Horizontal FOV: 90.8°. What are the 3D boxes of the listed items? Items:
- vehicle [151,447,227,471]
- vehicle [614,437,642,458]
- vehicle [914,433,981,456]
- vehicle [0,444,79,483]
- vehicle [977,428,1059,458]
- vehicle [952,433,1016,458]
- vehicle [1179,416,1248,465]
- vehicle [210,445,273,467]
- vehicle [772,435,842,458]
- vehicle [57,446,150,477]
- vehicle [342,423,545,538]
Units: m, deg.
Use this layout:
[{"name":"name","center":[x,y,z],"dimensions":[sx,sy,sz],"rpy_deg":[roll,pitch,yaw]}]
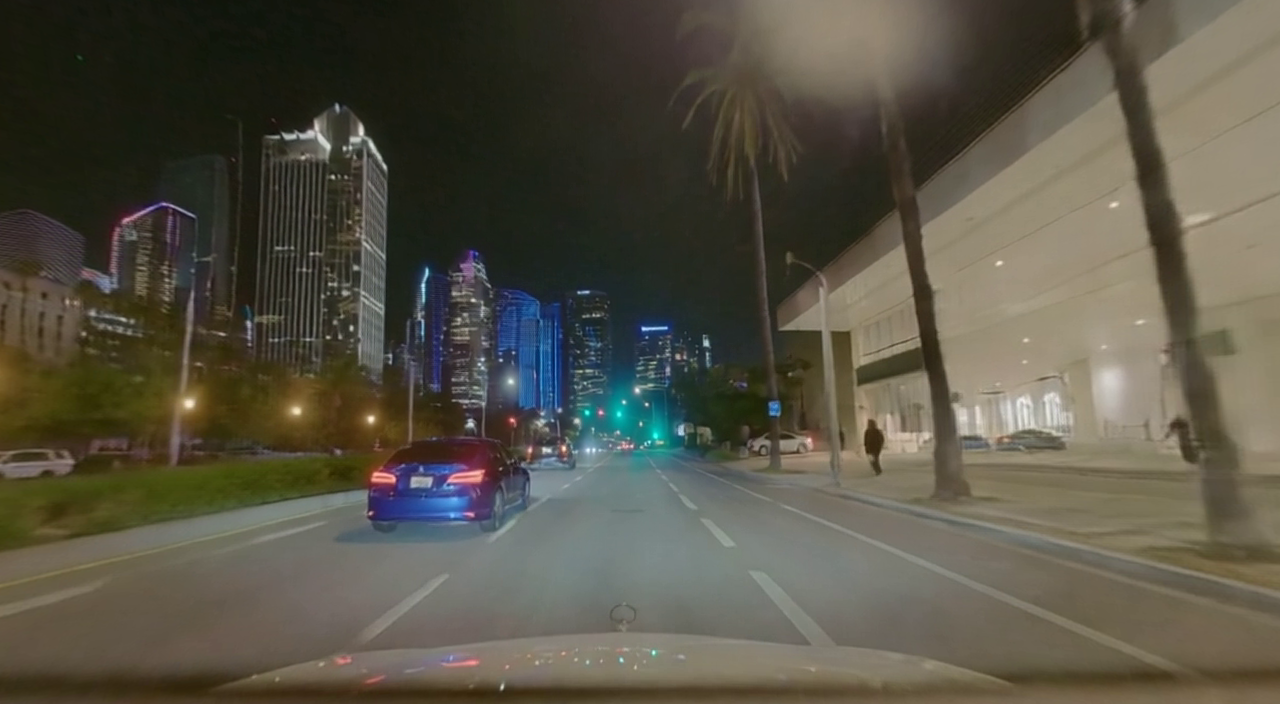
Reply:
[{"name":"vehicle","center":[-31.005,7.370,43.667],"dimensions":[1.859,1.524,4.812],"rpy_deg":[0,-8,-2]},{"name":"vehicle","center":[-0.902,7.131,47.198],"dimensions":[2.004,1.465,3.713],"rpy_deg":[0,-8,0]},{"name":"vehicle","center":[20.292,6.145,41.917],"dimensions":[1.976,1.431,4.774],"rpy_deg":[-1,-8,-1]},{"name":"vehicle","center":[-30.792,5.415,30.895],"dimensions":[1.947,1.763,5.176],"rpy_deg":[0,-8,-1]},{"name":"vehicle","center":[24.967,6.068,42.043],"dimensions":[2.147,1.886,5.603],"rpy_deg":[0,-8,2]},{"name":"vehicle","center":[22.667,6.177,41.795],"dimensions":[1.938,1.522,4.121],"rpy_deg":[0,-8,2]},{"name":"vehicle","center":[24.346,3.770,26.943],"dimensions":[1.679,1.923,3.703],"rpy_deg":[-6,-10,36]},{"name":"vehicle","center":[-31.178,8.136,49.593],"dimensions":[1.888,1.625,4.699],"rpy_deg":[0,-8,0]},{"name":"vehicle","center":[12.717,7.239,48.368],"dimensions":[4.749,1.522,1.905],"rpy_deg":[-1,-9,-3]},{"name":"vehicle","center":[-31.117,6.336,36.831],"dimensions":[1.835,1.664,3.972],"rpy_deg":[-2,-9,2]},{"name":"vehicle","center":[-3.009,2.081,10.833],"dimensions":[2.071,1.544,4.383],"rpy_deg":[0,-8,0]}]
